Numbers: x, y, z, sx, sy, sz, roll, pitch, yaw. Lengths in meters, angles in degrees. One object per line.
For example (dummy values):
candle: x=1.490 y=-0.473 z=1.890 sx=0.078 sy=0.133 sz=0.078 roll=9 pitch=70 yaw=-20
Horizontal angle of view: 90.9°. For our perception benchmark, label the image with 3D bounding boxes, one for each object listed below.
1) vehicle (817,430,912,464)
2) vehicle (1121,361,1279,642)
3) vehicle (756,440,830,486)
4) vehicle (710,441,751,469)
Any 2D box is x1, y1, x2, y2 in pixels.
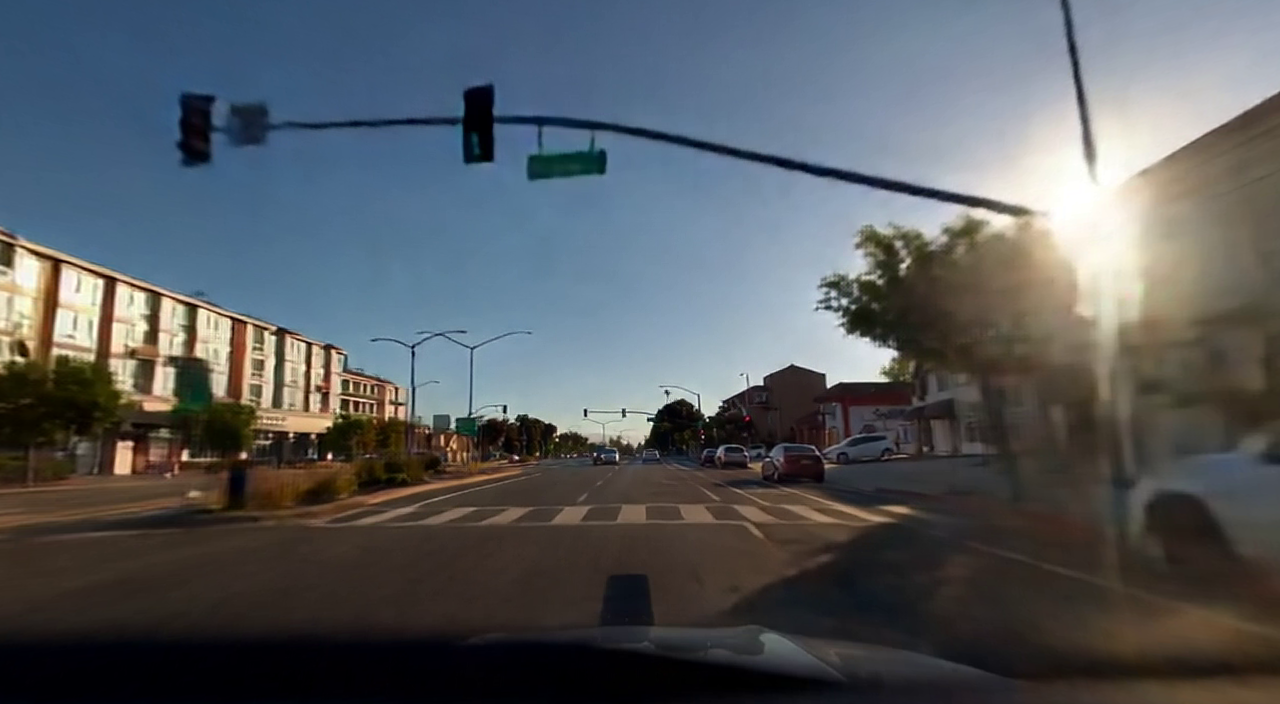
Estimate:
vehicle: x=12.747 y=5.446 z=36.063 sx=4.571 sy=1.827 sz=2.260 roll=1 pitch=-9 yaw=-1
vehicle: x=5.774 y=0.918 z=3.347 sx=2.182 sy=2.019 sz=5.247 roll=0 pitch=-8 yaw=-1
vehicle: x=6.000 y=4.351 z=25.171 sx=1.955 sy=1.679 sz=3.890 roll=0 pitch=-8 yaw=0
vehicle: x=6.052 y=6.938 z=42.701 sx=2.069 sy=1.776 sz=4.797 roll=0 pitch=-8 yaw=0
